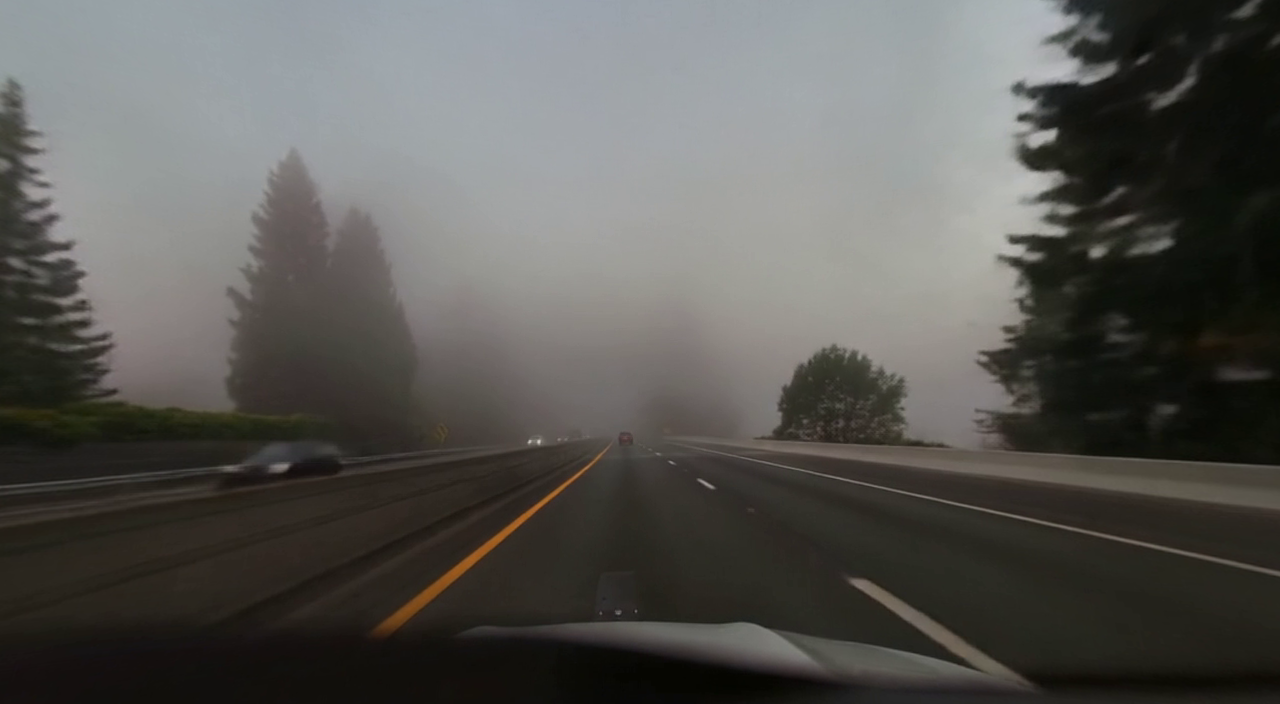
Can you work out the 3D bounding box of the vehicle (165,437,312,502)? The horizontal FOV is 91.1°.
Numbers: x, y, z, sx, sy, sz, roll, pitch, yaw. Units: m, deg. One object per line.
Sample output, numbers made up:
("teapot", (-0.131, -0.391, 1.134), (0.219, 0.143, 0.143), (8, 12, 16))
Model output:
("vehicle", (-13.971, 4.040, 22.283), (2.240, 2.042, 4.522), (0, -8, -1))
